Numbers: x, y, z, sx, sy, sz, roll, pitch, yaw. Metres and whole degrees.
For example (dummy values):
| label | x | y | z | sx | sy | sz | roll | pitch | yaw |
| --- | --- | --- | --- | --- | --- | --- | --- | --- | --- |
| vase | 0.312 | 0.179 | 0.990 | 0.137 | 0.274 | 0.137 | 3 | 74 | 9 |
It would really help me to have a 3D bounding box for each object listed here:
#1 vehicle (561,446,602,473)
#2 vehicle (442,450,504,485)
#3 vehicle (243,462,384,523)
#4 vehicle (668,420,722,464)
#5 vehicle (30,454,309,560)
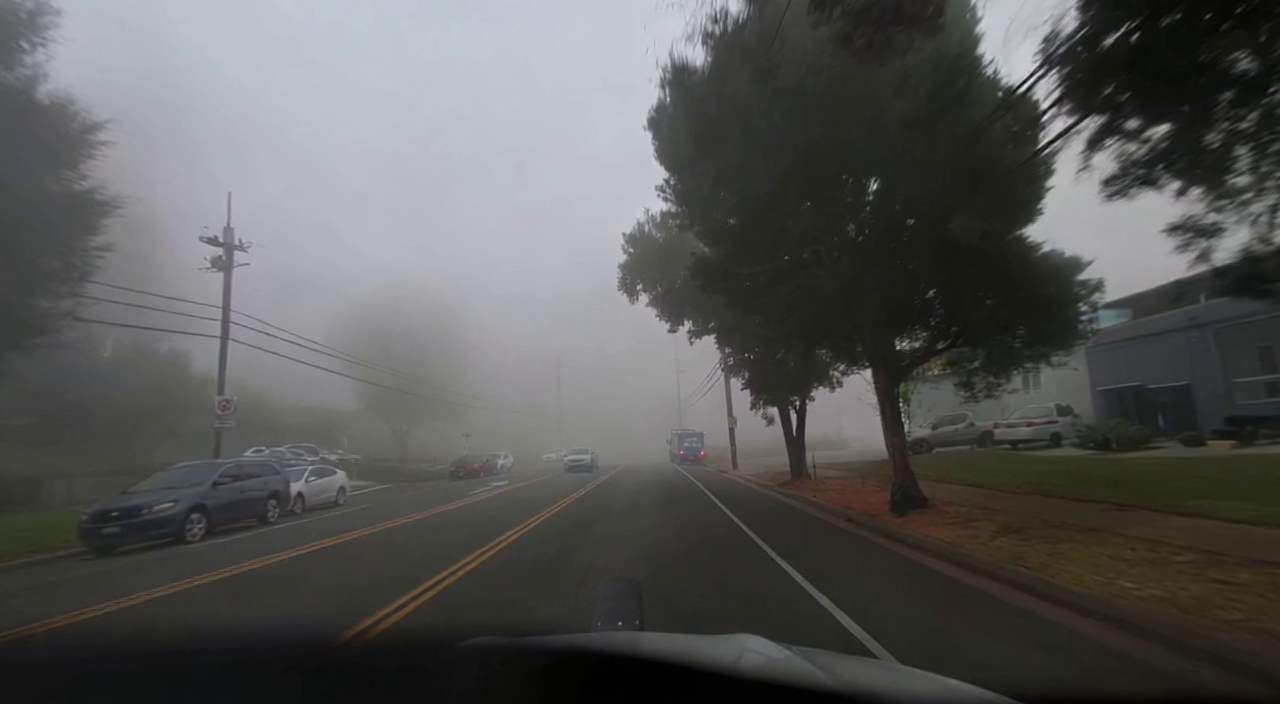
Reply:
| label | x | y | z | sx | sy | sz | roll | pitch | yaw |
| --- | --- | --- | --- | --- | --- | --- | --- | --- | --- |
| vehicle | -3.489 | 6.514 | 38.489 | 2.042 | 1.530 | 3.980 | 0 | -9 | 1 |
| vehicle | -8.881 | 6.163 | 34.113 | 1.938 | 1.756 | 4.686 | 0 | -9 | 2 |
| vehicle | -9.376 | 4.044 | 18.629 | 1.768 | 1.454 | 4.340 | 0 | -9 | 1 |
| vehicle | 4.089 | 7.116 | 49.537 | 3.168 | 3.106 | 9.350 | 0 | -9 | -1 |
| vehicle | -9.622 | 3.133 | 13.671 | 2.059 | 1.783 | 5.024 | 0 | -9 | 1 |
